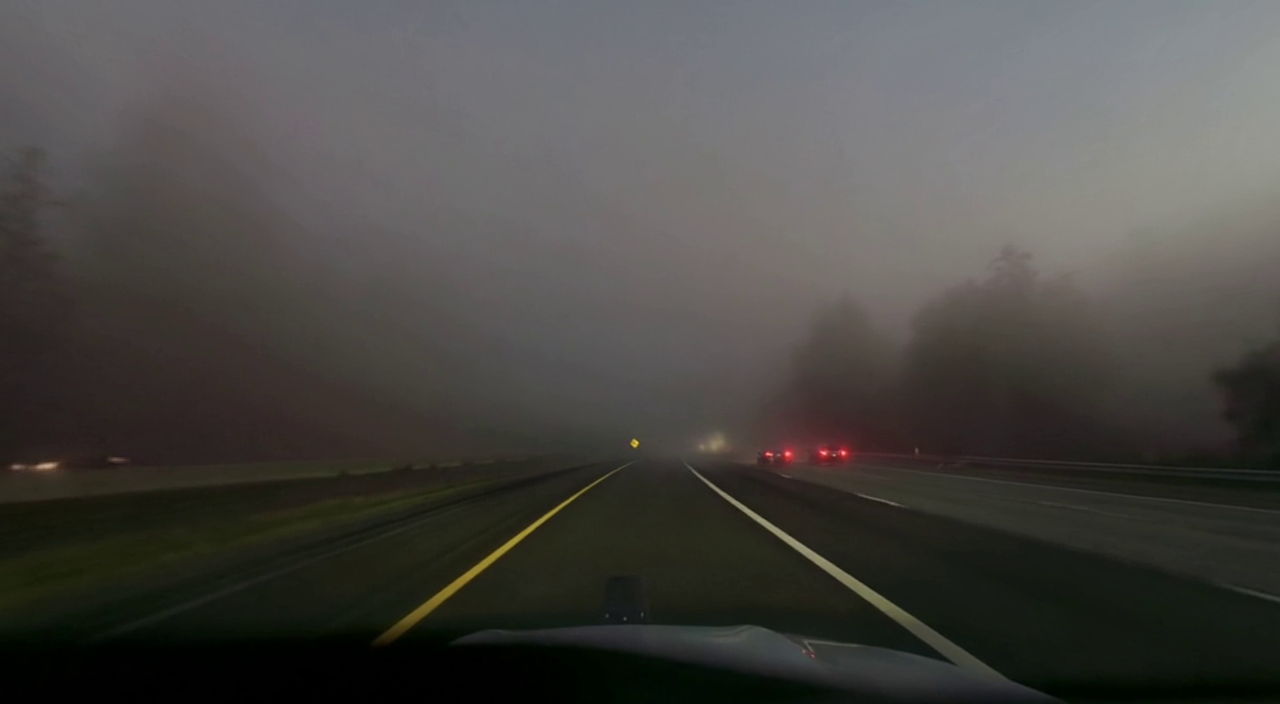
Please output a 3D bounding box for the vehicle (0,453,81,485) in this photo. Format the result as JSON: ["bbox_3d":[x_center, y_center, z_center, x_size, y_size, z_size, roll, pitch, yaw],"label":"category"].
[{"bbox_3d":[-33.577,6.326,34.291,1.945,1.572,4.722,-1,-8,2],"label":"vehicle"}]
